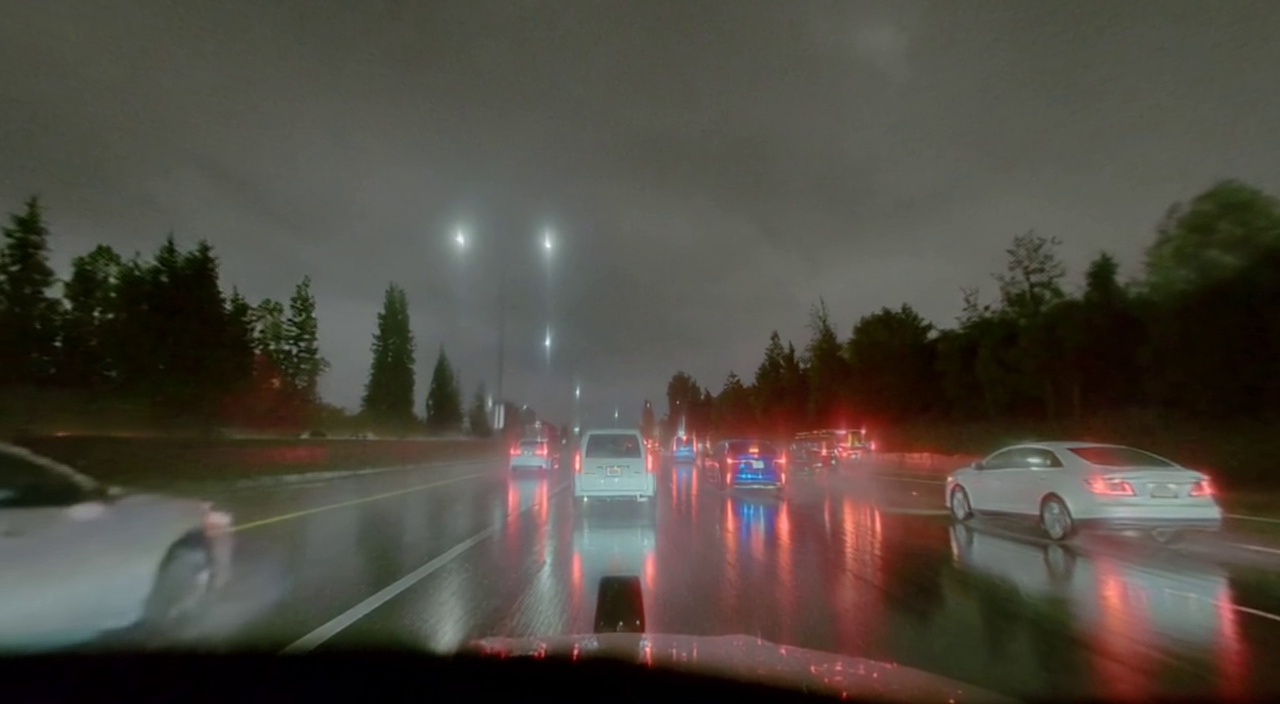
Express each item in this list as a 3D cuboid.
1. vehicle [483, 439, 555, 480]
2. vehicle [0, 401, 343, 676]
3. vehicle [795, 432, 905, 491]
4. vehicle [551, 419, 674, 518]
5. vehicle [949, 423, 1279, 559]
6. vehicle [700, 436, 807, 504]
[{"bbox_3d":[-4.941,4.479,26.477,2.071,1.537,4.912,1,-9,-1],"label":"vehicle"},{"bbox_3d":[-4.525,1.237,4.863,1.971,1.505,5.035,0,-9,0],"label":"vehicle"},{"bbox_3d":[6.788,3.597,20.952,2.022,1.735,4.400,1,-9,-2],"label":"vehicle"},{"bbox_3d":[-0.499,2.362,13.183,2.181,1.728,3.970,1,-9,-1],"label":"vehicle"},{"bbox_3d":[7.260,2.066,10.101,2.106,1.641,4.671,1,-9,-2],"label":"vehicle"},{"bbox_3d":[2.818,3.046,16.644,1.975,1.532,4.227,1,-9,-1],"label":"vehicle"}]
